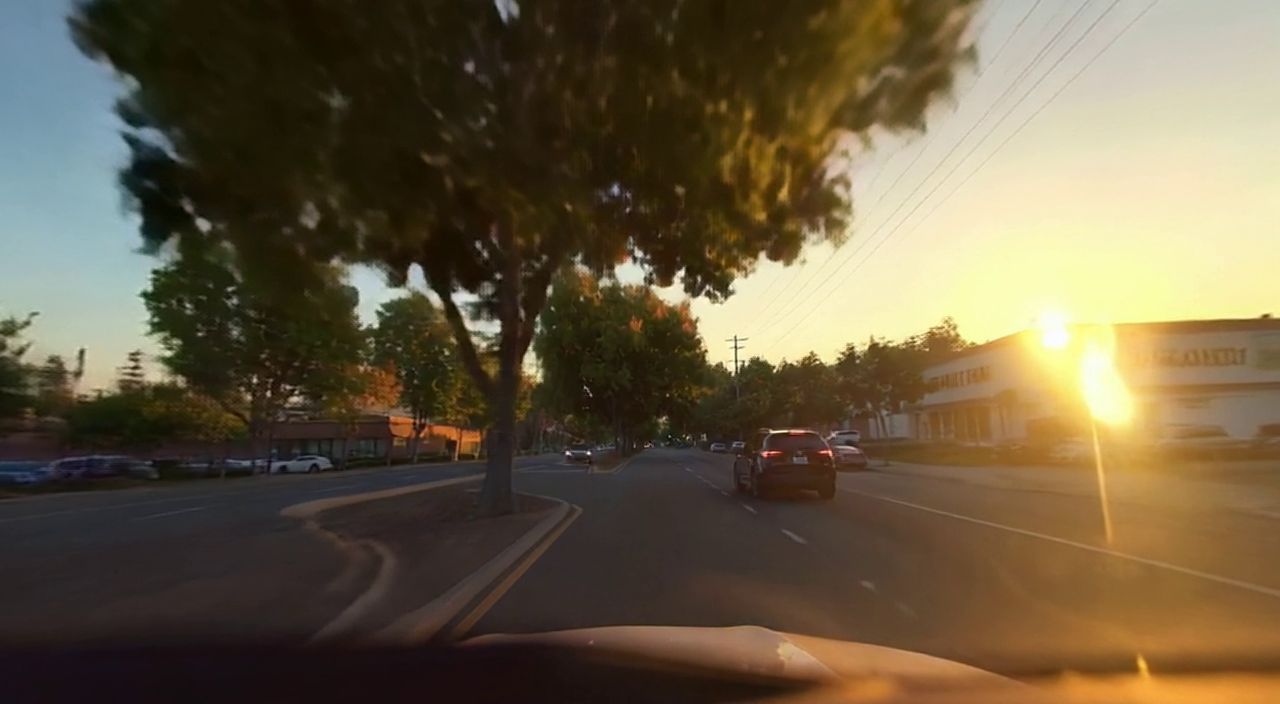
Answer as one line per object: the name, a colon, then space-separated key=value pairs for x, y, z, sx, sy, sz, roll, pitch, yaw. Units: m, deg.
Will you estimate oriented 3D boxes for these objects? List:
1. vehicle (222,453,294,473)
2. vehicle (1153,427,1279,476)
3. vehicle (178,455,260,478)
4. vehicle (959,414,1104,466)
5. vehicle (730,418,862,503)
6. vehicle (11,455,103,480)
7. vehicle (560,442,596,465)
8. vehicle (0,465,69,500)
vehicle: x=-29.613 y=8.611 z=48.890 sx=4.306 sy=1.459 sz=2.001 roll=-1 pitch=-8 yaw=2
vehicle: x=20.727 y=3.352 z=21.395 sx=4.695 sy=1.570 sz=2.066 roll=0 pitch=-8 yaw=3
vehicle: x=-28.949 y=7.891 z=43.422 sx=4.246 sy=1.457 sz=1.889 roll=0 pitch=-8 yaw=1
vehicle: x=15.583 y=3.582 z=25.589 sx=2.139 sy=1.881 sz=5.511 roll=0 pitch=-8 yaw=-2
vehicle: x=3.769 y=2.720 z=16.177 sx=2.183 sy=1.845 sz=4.482 roll=0 pitch=-8 yaw=0
vehicle: x=-42.663 y=8.482 z=46.203 sx=4.701 sy=1.723 sz=1.969 roll=0 pitch=-8 yaw=-1
vehicle: x=-4.111 y=6.843 z=42.653 sx=2.031 sy=1.478 sz=4.434 roll=0 pitch=-8 yaw=-1
vehicle: x=-29.748 y=6.115 z=29.548 sx=4.196 sy=1.424 sz=1.928 roll=-2 pitch=-7 yaw=5
